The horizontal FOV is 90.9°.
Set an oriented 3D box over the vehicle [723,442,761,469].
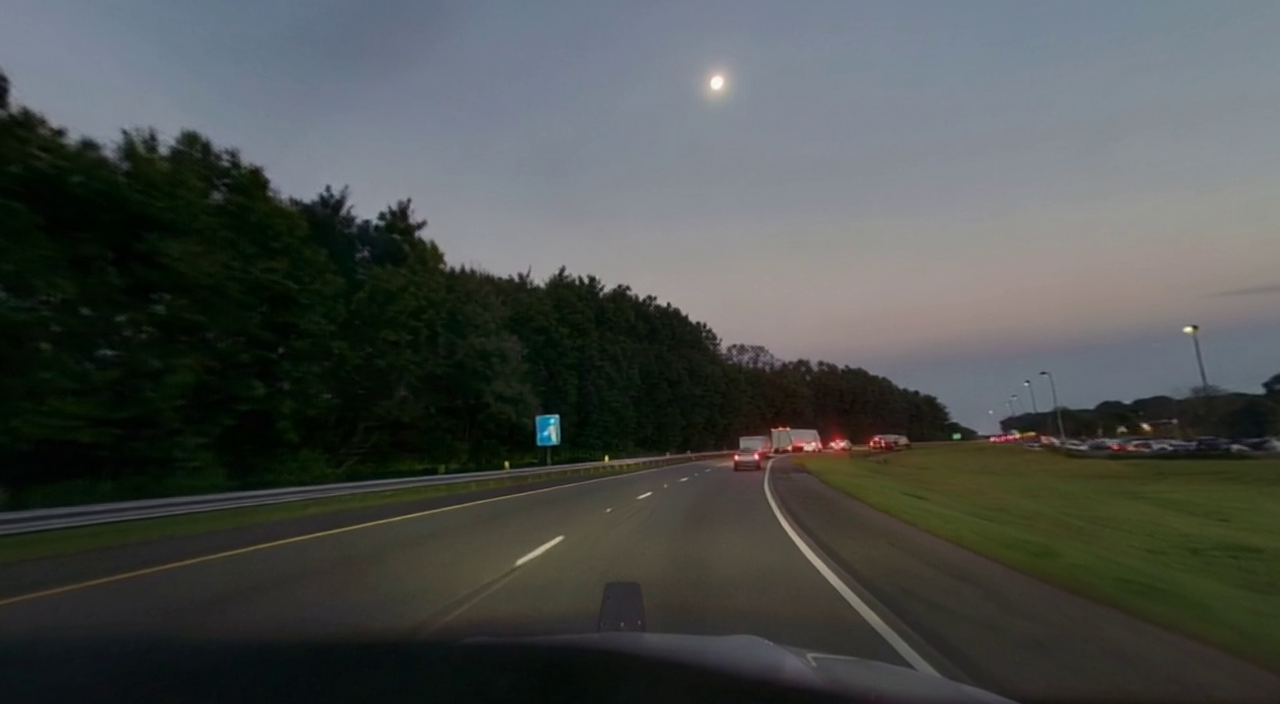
[{"bbox_3d":[6.945,6.954,42.526,2.221,1.674,4.325,-2,-9,12],"label":"vehicle"}]
